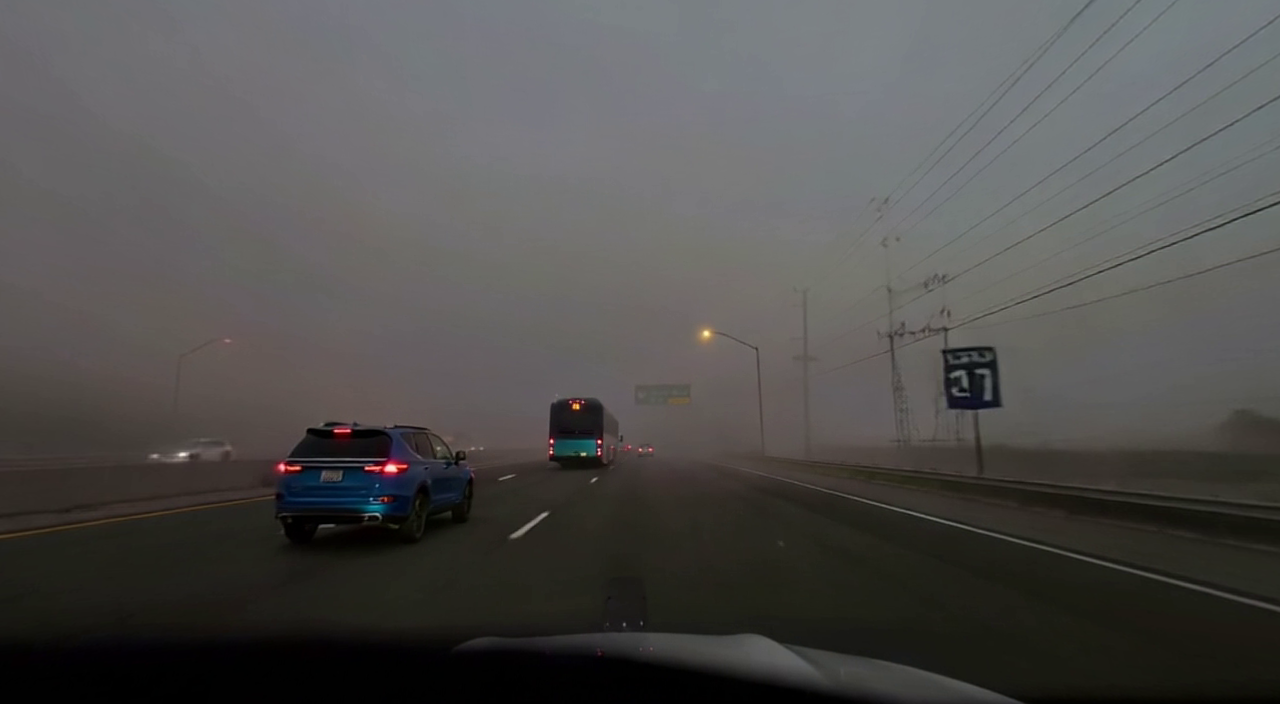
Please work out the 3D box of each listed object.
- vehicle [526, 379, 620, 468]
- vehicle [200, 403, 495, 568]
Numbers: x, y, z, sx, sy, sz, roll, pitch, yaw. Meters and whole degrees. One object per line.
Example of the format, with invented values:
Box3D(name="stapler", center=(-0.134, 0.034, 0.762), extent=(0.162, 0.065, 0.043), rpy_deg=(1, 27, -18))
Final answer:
Box3D(name="vehicle", center=(-3.033, 3.987, 32.951), extent=(3.382, 3.712, 11.766), rpy_deg=(2, -9, 1))
Box3D(name="vehicle", center=(-3.607, 1.731, 8.872), extent=(2.021, 1.730, 4.223), rpy_deg=(0, -8, 1))
